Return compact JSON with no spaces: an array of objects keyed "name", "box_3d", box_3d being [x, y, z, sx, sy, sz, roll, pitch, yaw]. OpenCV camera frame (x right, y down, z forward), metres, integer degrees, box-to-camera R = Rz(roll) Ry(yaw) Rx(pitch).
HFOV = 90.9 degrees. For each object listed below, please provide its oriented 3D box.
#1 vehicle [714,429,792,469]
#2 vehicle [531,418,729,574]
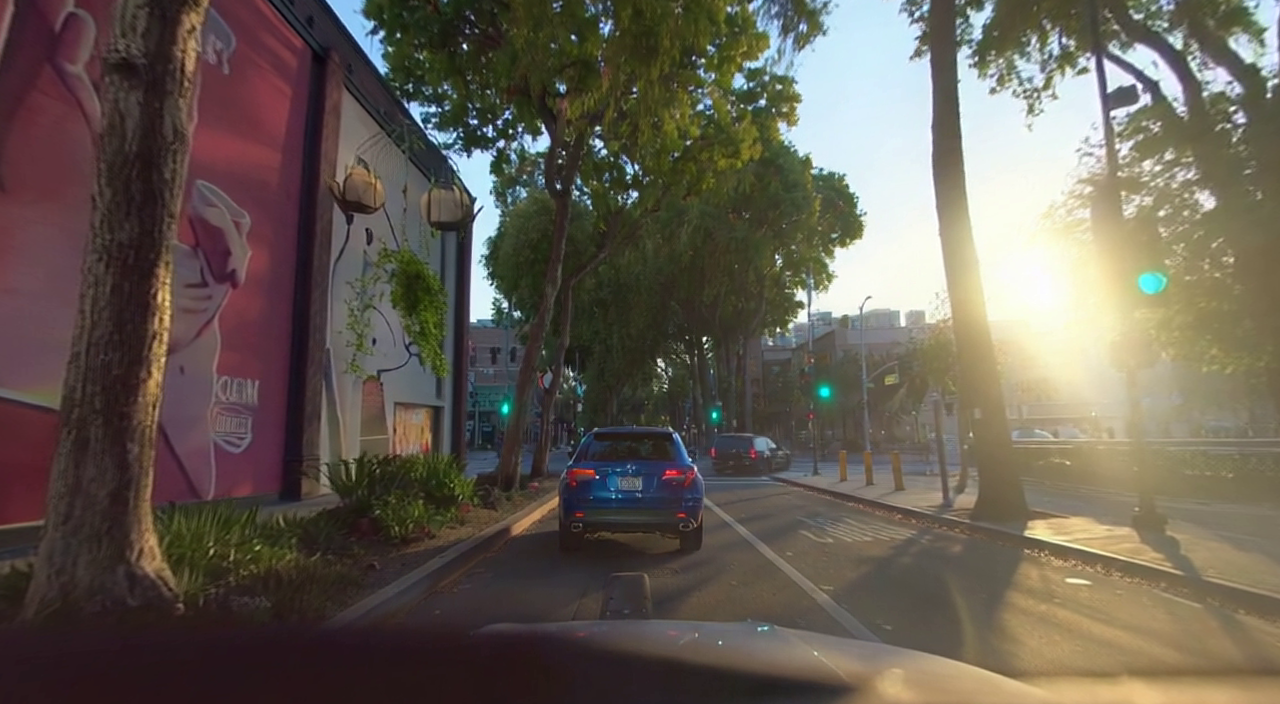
[{"name":"vehicle","box_3d":[6.531,5.509,35.784,2.448,2.063,5.513,-5,-10,31]},{"name":"vehicle","box_3d":[-0.121,1.806,8.658,2.079,1.621,3.861,0,-8,0]}]
